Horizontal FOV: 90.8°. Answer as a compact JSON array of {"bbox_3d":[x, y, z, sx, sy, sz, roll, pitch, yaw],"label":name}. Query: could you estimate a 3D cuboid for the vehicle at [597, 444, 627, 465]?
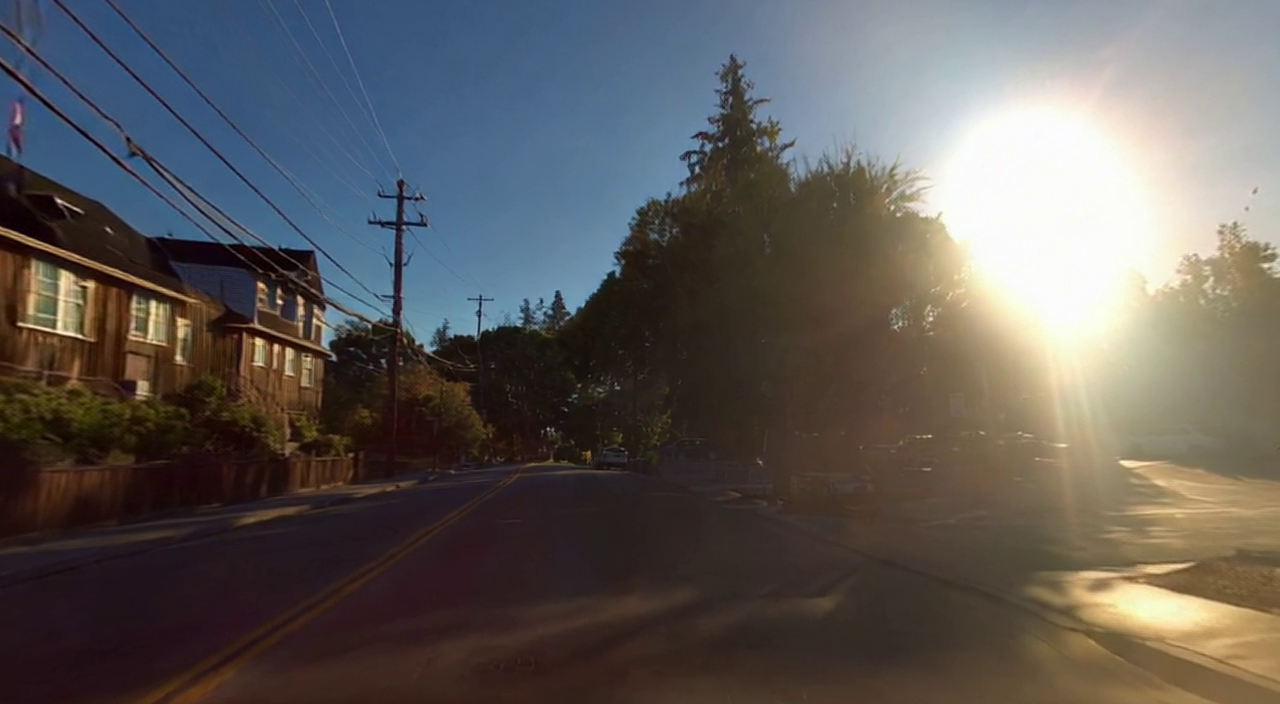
[{"bbox_3d":[-2.158,7.622,47.111,1.941,1.460,4.206,1,-9,-7],"label":"vehicle"}]
